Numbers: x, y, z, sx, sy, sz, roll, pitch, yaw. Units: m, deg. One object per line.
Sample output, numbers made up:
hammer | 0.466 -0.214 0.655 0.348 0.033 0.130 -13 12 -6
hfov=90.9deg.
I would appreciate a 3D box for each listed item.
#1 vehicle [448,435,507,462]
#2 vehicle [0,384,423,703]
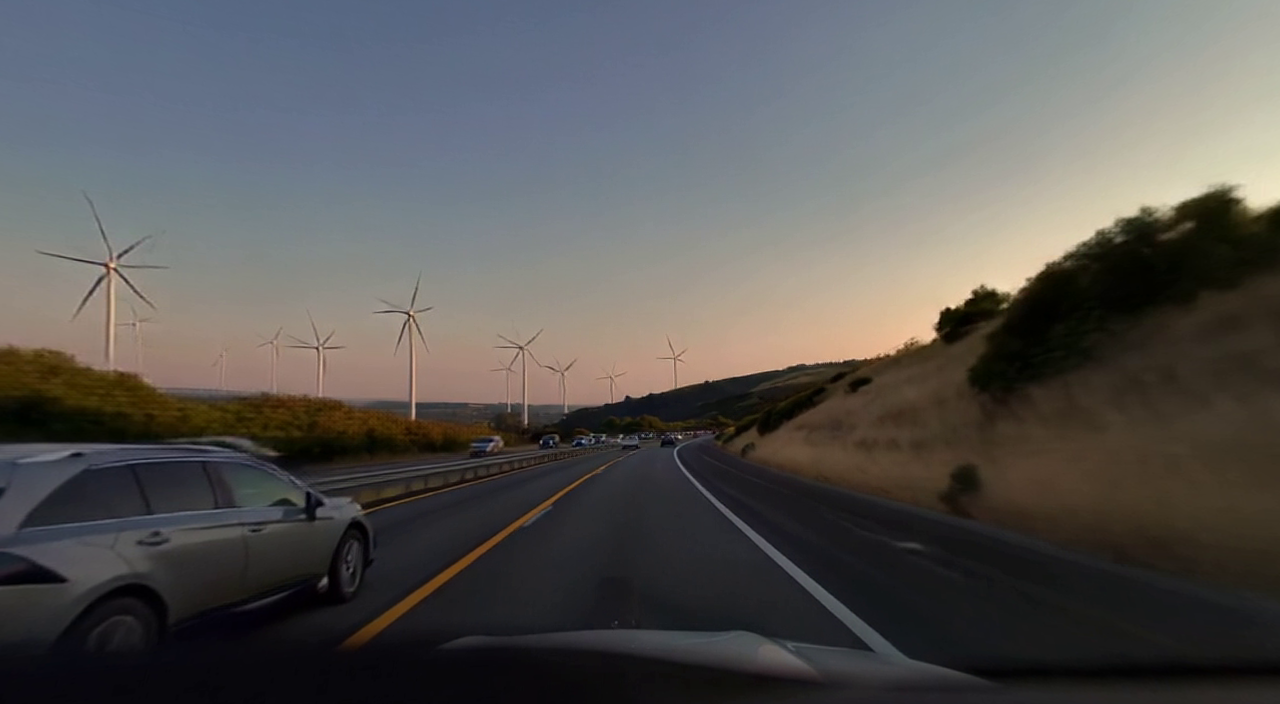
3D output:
vehicle | -9.475 5.639 37.164 2.076 1.488 4.528 0 -8 3
vehicle | -2.815 0.998 3.139 1.918 1.443 4.422 0 -8 0
